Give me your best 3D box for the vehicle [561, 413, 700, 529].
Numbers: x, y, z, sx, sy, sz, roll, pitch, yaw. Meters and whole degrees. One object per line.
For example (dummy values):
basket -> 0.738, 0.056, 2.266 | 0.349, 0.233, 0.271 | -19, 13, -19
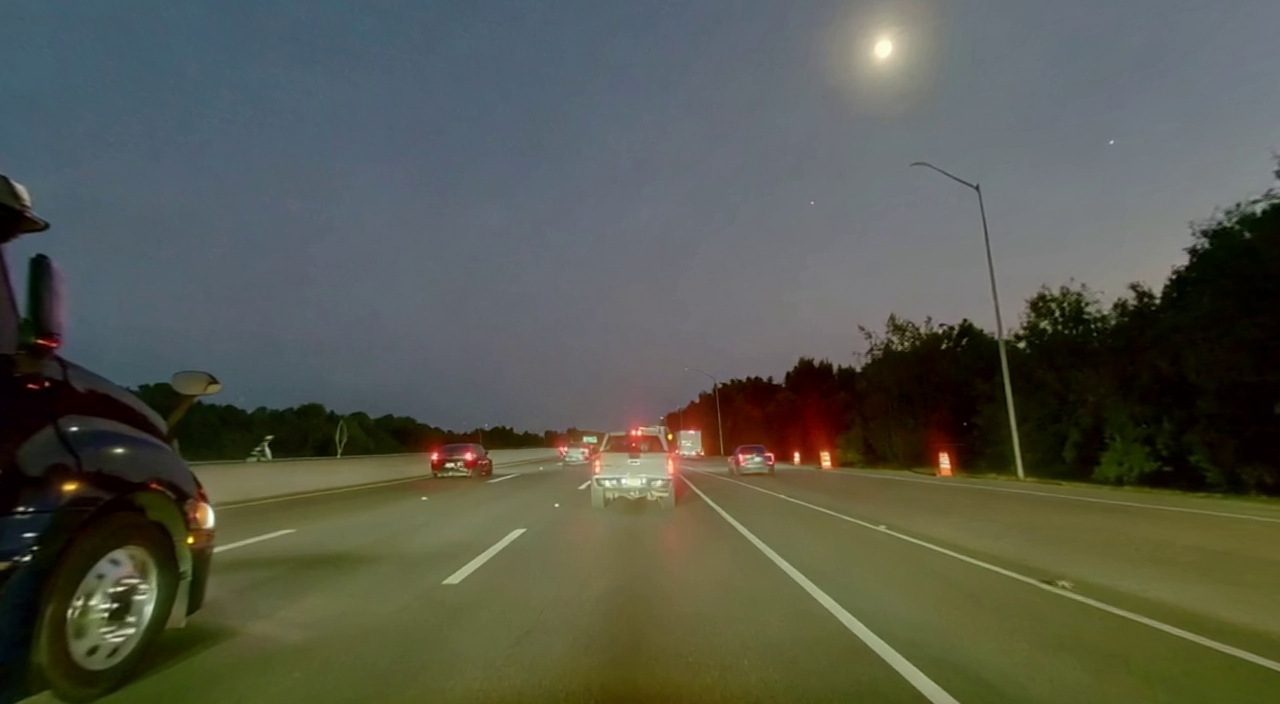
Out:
vehicle -> -0.152, 2.152, 11.827 | 2.152, 1.779, 3.924 | 0, -9, 0

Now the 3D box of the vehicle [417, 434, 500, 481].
vehicle -> -7.198, 4.218, 25.534 | 1.950, 1.716, 4.436 | 0, -9, 1

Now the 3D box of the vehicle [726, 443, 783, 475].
vehicle -> 5.776, 5.447, 32.278 | 1.918, 1.479, 4.571 | 0, -9, -2

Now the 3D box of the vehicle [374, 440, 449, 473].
vehicle -> -11.263, 5.189, 31.430 | 1.985, 1.496, 4.583 | 0, -9, 1
